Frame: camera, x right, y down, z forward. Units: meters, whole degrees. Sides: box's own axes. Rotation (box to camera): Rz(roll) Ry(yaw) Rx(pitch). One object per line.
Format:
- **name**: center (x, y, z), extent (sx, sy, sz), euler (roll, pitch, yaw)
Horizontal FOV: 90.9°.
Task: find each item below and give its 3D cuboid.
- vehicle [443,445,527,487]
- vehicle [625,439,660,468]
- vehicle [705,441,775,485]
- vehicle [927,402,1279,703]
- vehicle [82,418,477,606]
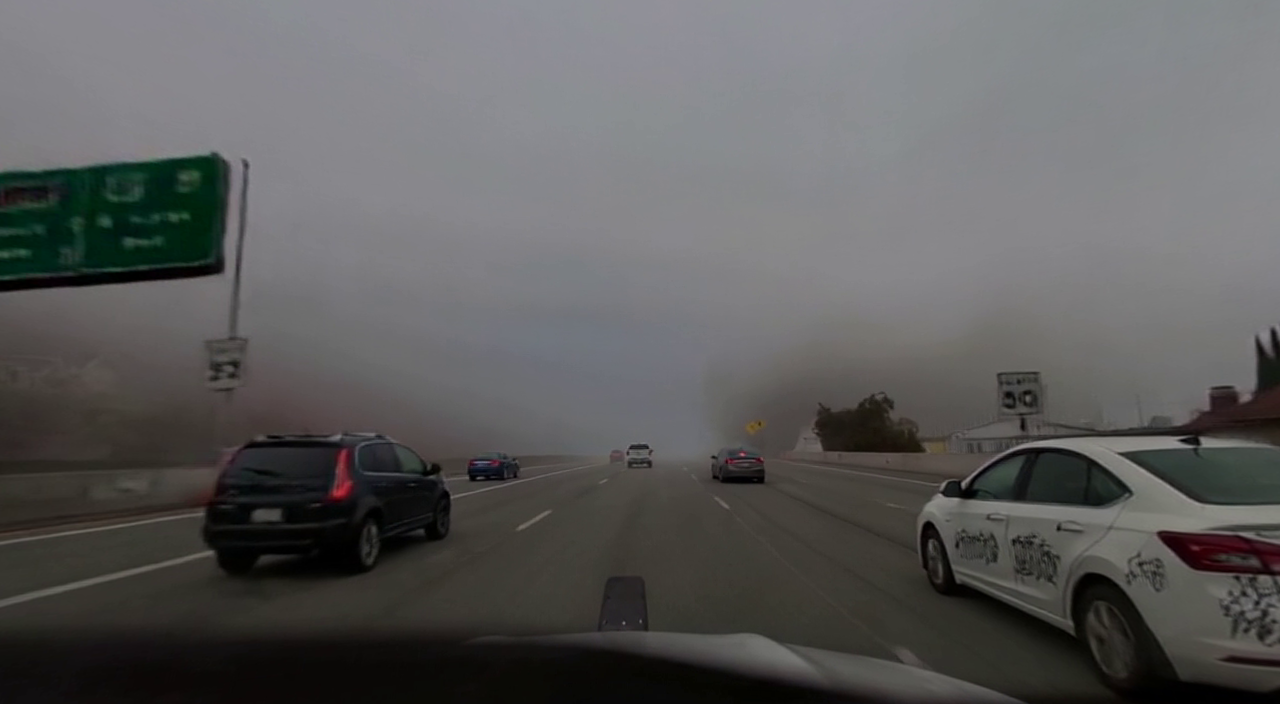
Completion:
- **vehicle**: center (-6.057, 4.471, 25.200), extent (2.050, 1.507, 4.375), euler (-1, -8, 3)
- **vehicle**: center (0.140, 6.651, 41.404), extent (2.183, 1.764, 4.134), euler (0, -8, 0)
- **vehicle**: center (3.564, 4.003, 23.134), extent (1.854, 1.438, 3.954), euler (0, -8, -1)
- **vehicle**: center (3.724, 1.145, 3.877), extent (1.912, 1.509, 4.291), euler (0, -8, 0)
- **vehicle**: center (-3.603, 1.666, 7.518), extent (2.136, 1.571, 4.285), euler (0, -8, 0)
